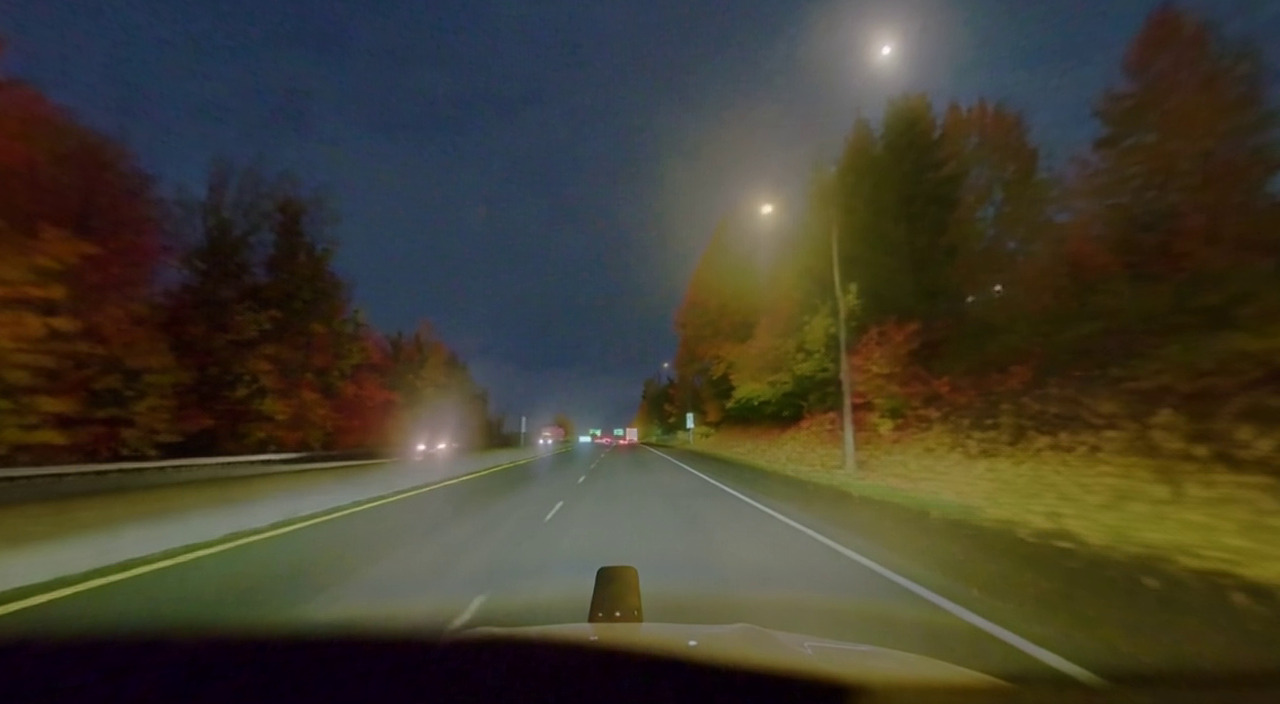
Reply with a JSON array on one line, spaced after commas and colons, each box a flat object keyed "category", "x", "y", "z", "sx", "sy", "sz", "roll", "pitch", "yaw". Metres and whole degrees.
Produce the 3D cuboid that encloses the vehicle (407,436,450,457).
[{"category": "vehicle", "x": -15.598, "y": 6.970, "z": 46.542, "sx": 1.836, "sy": 1.507, "sz": 4.073, "roll": 0, "pitch": -8, "yaw": -1}]
